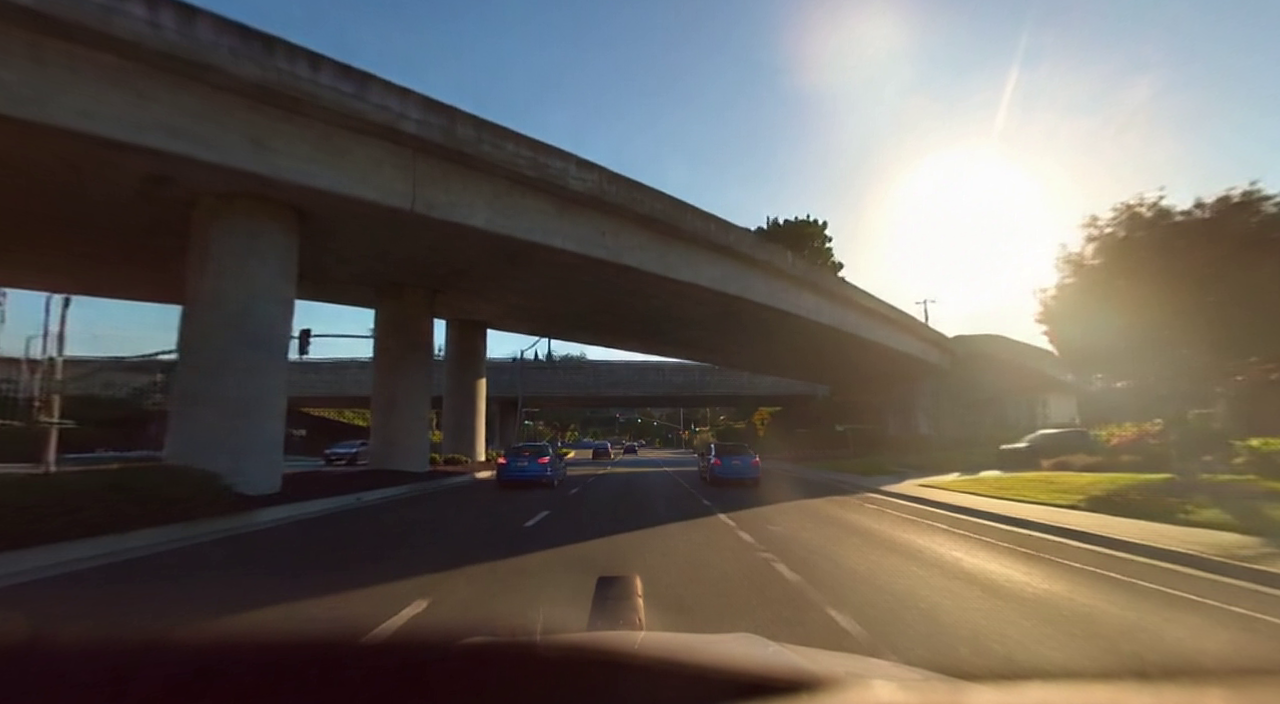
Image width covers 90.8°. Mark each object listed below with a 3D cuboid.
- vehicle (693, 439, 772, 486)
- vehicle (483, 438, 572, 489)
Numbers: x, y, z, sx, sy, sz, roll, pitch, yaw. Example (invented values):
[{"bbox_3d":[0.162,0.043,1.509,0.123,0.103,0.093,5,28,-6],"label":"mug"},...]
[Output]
[{"bbox_3d":[3.157,3.848,22.424,2.068,1.497,4.247,0,-8,-1],"label":"vehicle"},{"bbox_3d":[-3.589,3.638,21.003,2.060,1.484,4.417,0,-8,1],"label":"vehicle"}]
